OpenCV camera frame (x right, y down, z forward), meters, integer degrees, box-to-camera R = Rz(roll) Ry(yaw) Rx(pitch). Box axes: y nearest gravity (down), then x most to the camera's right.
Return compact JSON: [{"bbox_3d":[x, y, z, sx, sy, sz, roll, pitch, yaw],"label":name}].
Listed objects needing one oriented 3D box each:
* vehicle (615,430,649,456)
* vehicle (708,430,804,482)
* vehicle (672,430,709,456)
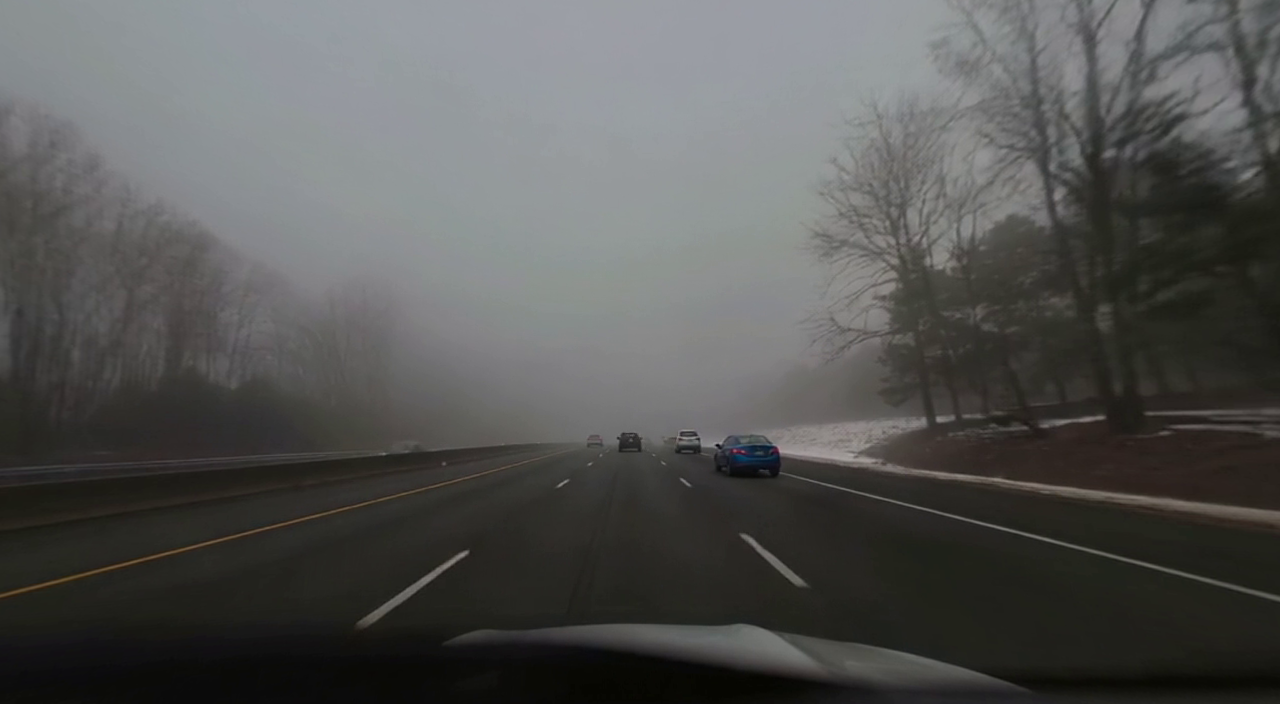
[{"bbox_3d":[-0.545,6.102,42.303,2.182,1.680,4.253,0,-8,-1],"label":"vehicle"},{"bbox_3d":[3.555,3.278,20.269,2.056,1.479,4.660,0,-8,-2],"label":"vehicle"},{"bbox_3d":[3.419,6.284,43.480,2.098,1.677,4.275,0,-8,-2],"label":"vehicle"}]
